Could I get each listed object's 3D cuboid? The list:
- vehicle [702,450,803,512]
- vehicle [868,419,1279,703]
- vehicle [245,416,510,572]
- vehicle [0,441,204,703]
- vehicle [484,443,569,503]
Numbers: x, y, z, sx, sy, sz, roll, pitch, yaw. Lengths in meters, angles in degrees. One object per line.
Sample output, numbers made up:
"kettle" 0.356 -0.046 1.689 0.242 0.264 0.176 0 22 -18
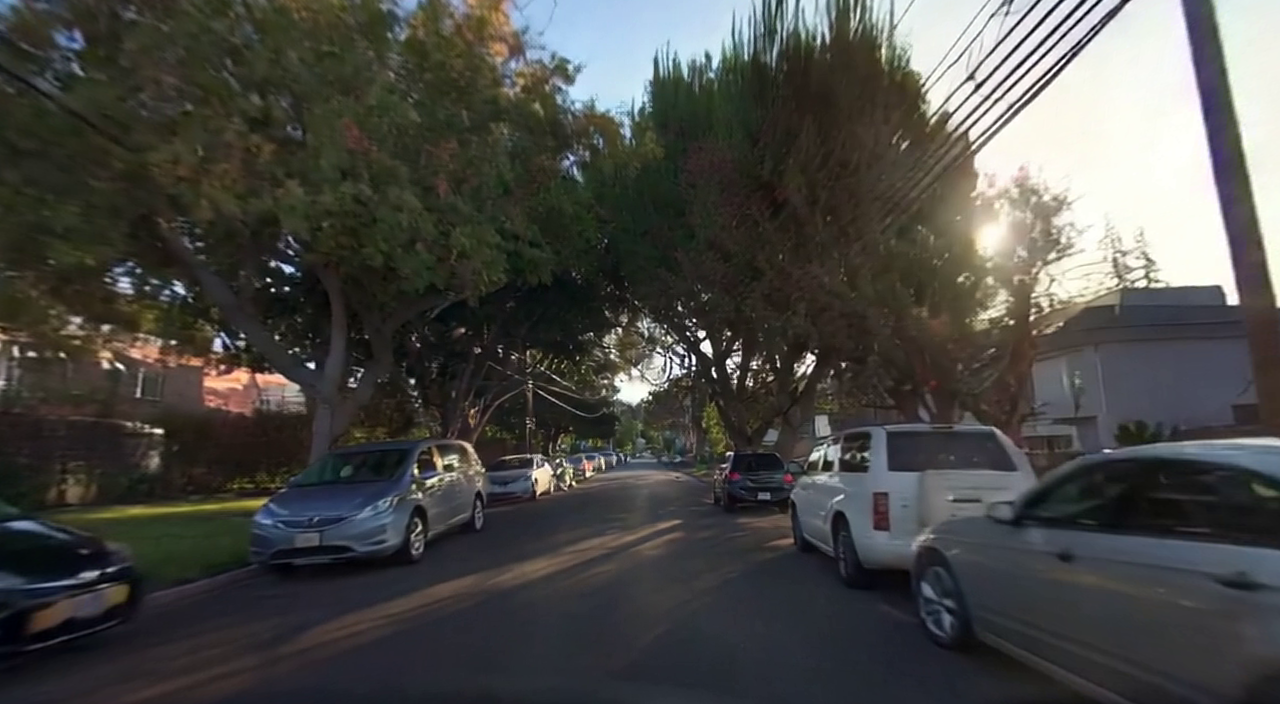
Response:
"vehicle" 3.007 3.547 17.949 1.952 1.469 4.776 0 -8 0
"vehicle" 2.987 1.184 3.489 1.878 1.491 4.495 0 -8 1
"vehicle" -3.859 2.180 10.634 2.280 1.953 5.092 0 -8 0
"vehicle" -6.137 1.384 4.280 4.816 1.519 1.920 0 -9 -4
"vehicle" -3.699 4.019 21.490 2.014 1.780 4.757 0 -8 0
